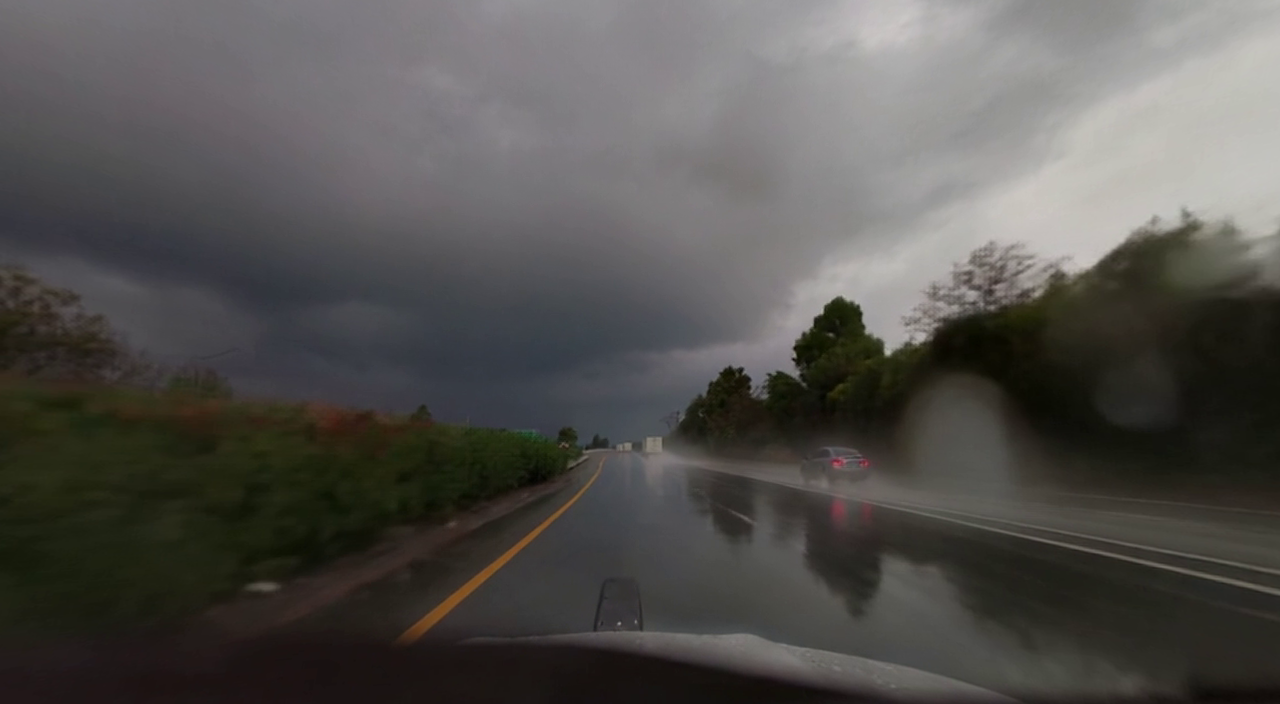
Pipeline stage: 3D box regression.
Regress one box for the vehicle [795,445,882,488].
[{"bbox_3d":[7.402,4.311,23.890,1.942,1.462,3.926,0,-9,-1],"label":"vehicle"}]
